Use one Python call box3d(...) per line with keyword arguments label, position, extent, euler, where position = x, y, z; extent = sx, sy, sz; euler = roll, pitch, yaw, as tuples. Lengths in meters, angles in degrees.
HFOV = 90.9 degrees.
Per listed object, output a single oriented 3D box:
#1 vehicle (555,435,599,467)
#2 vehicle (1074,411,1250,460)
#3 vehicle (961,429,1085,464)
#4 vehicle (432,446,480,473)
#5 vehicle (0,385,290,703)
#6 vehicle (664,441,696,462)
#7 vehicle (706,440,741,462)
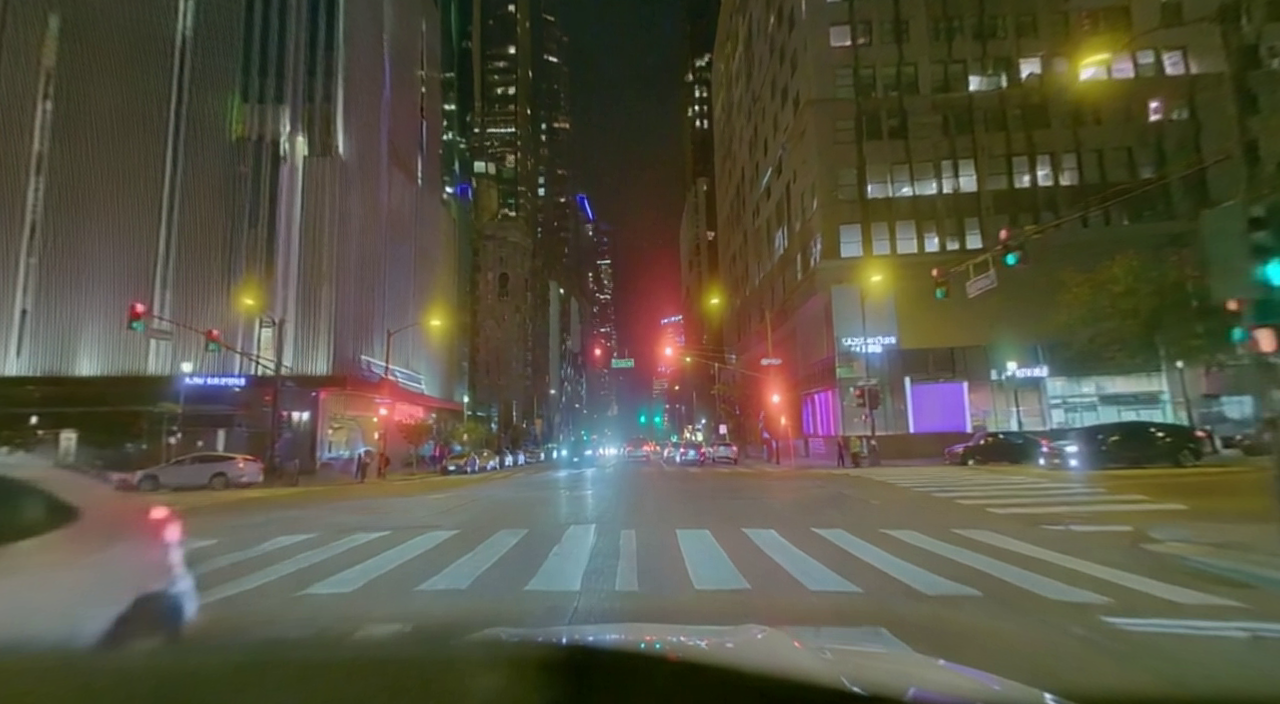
box3d(label="vehicle", position=(-3.846, 6.144, 39.246), extent=(2.176, 1.804, 4.740), euler=(-3, -8, 0))
box3d(label="vehicle", position=(20.113, 3.243, 24.483), extent=(4.827, 1.817, 2.190), euler=(0, -8, 0))
box3d(label="vehicle", position=(17.095, 4.244, 28.286), extent=(4.293, 1.495, 1.935), euler=(0, -8, -1))
box3d(label="vehicle", position=(-12.664, 7.388, 43.537), extent=(2.118, 1.644, 4.188), euler=(0, -8, -1))
box3d(label="vehicle", position=(-3.011, 0.736, 1.111), extent=(2.014, 1.480, 4.780), euler=(0, -8, 1))
box3d(label="vehicle", position=(2.719, 6.873, 43.802), extent=(1.919, 1.371, 3.583), euler=(0, -8, -1))
box3d(label="vehicle", position=(5.996, 7.145, 45.683), extent=(1.882, 1.479, 4.652), euler=(0, -8, 0))
